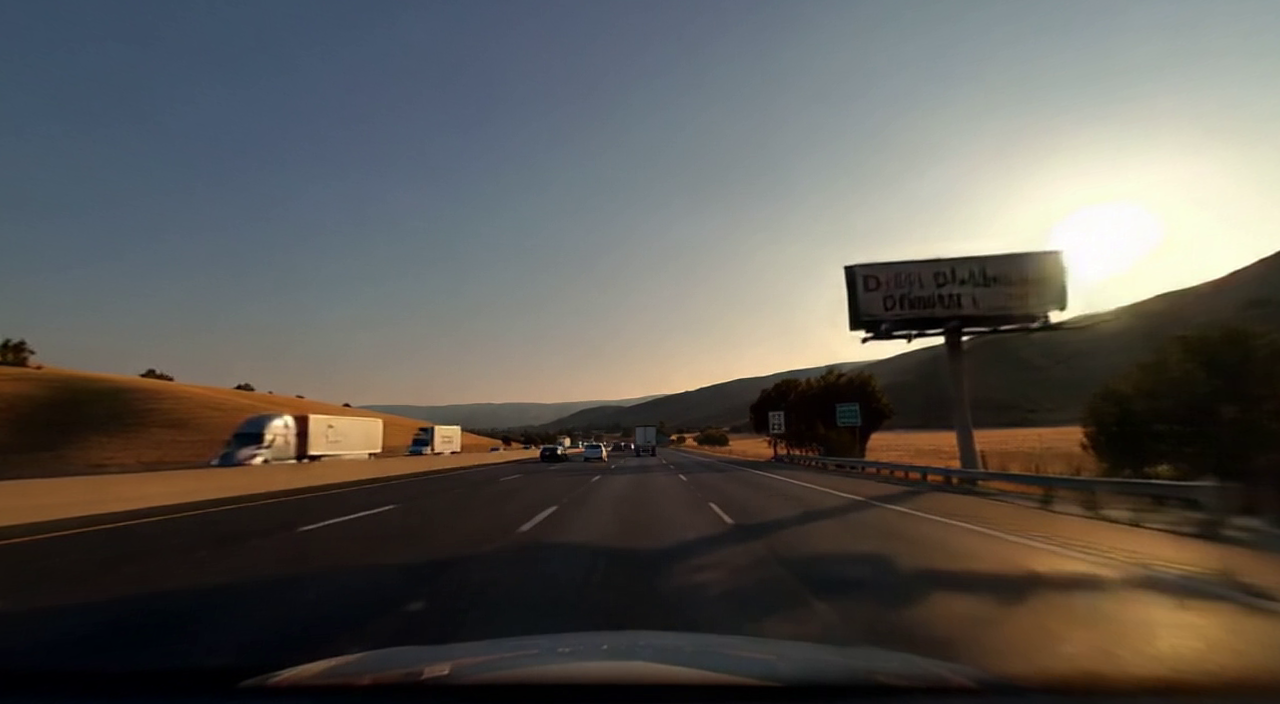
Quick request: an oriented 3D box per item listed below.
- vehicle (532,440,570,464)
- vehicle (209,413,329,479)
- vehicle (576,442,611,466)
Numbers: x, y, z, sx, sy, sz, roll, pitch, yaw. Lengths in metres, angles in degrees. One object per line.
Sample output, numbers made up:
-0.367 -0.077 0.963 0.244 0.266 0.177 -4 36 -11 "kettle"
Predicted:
-6.679 7.521 47.738 2.062 1.708 4.458 0 -8 2 "vehicle"
-24.712 6.338 42.736 3.008 4.009 8.243 0 -8 0 "vehicle"
-3.160 7.067 43.859 2.042 1.532 4.396 0 -8 0 "vehicle"
